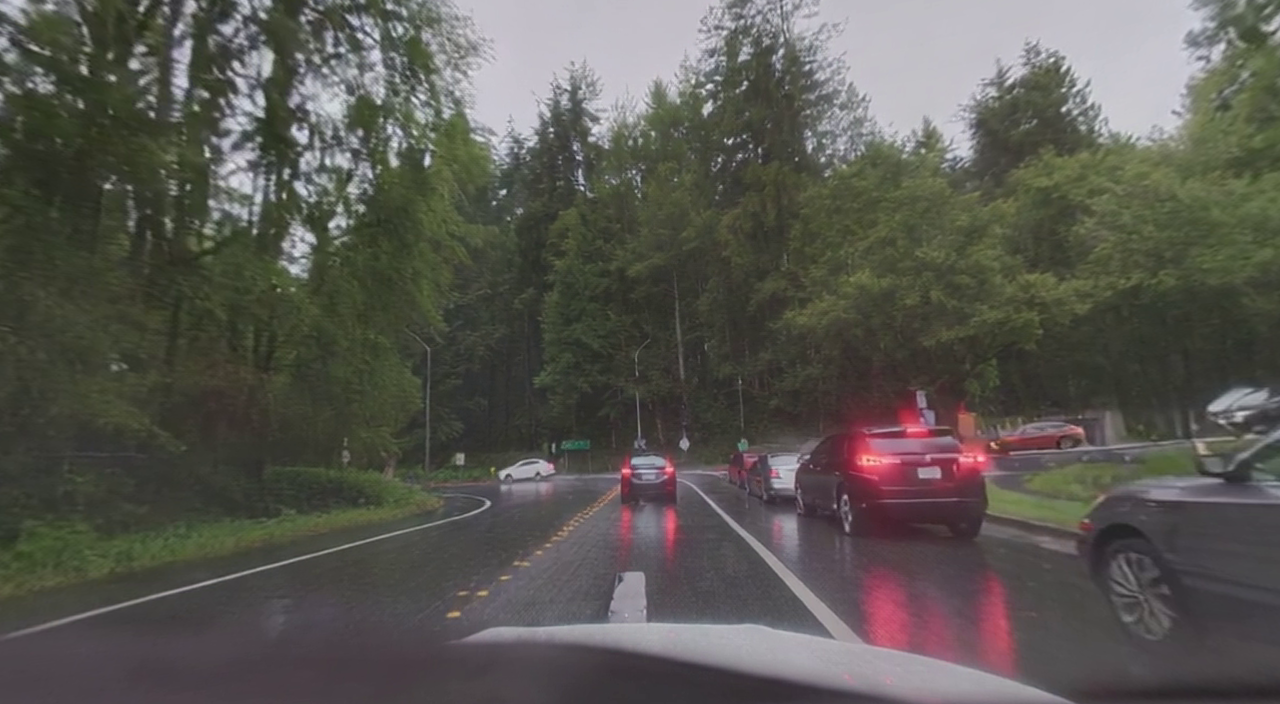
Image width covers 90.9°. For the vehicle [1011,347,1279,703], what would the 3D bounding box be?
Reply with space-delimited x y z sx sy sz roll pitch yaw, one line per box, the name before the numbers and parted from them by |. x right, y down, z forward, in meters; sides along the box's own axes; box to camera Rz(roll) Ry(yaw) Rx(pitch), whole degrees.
vehicle | 4.101 0.874 2.865 2.093 1.822 4.483 0 -8 1

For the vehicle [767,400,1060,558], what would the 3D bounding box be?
vehicle | 4.191 2.113 11.432 2.484 2.037 6.362 0 -8 0

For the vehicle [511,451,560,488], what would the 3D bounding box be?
vehicle | -6.233 6.839 37.110 2.131 1.961 4.955 2 -9 -17

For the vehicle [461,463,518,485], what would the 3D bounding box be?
vehicle | -11.785 9.474 49.156 2.087 1.544 4.811 8 -12 -44

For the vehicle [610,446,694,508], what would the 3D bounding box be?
vehicle | 0.371 3.448 17.858 2.078 1.521 4.058 0 -8 2
